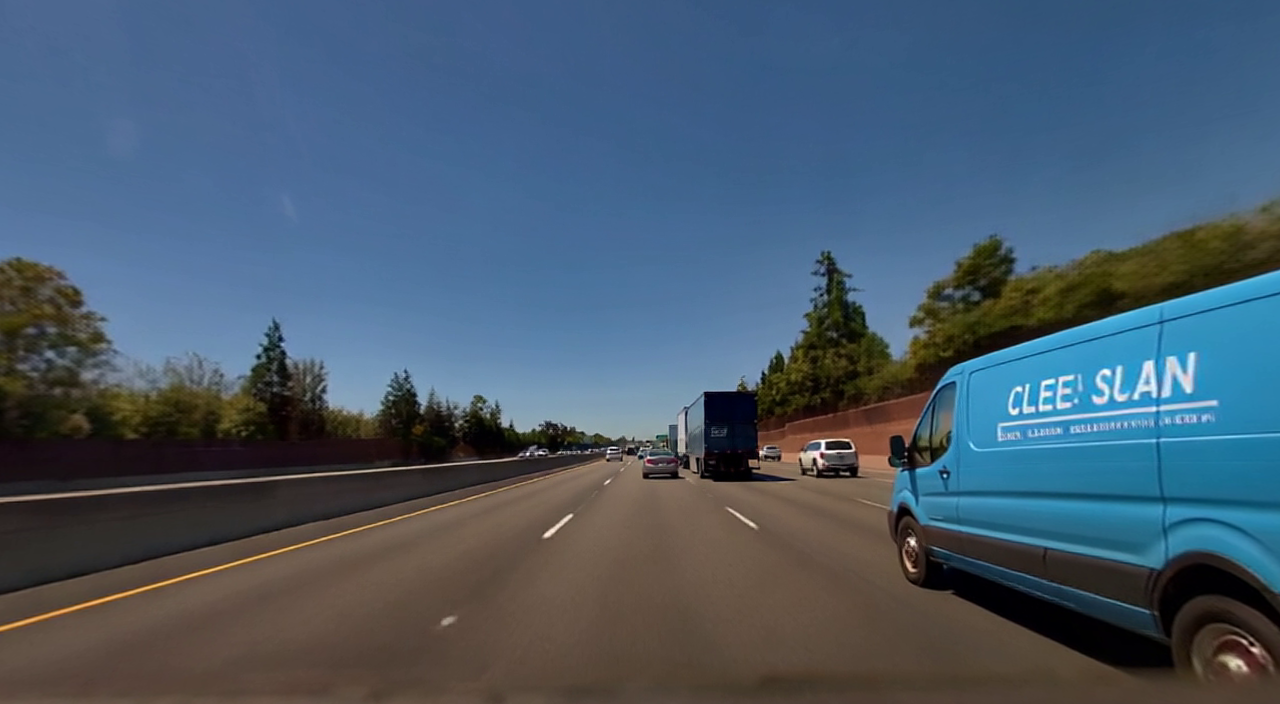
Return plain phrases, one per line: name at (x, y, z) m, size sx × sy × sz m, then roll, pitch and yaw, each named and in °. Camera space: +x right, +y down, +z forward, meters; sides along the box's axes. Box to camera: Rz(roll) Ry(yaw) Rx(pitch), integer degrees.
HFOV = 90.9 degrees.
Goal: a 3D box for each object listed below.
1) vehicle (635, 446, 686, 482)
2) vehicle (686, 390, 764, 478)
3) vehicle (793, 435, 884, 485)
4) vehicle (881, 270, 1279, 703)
vehicle at (0.841, 4.995, 28.392) m, size 2.063 × 1.469 × 4.208 m, roll 0°, pitch -9°, yaw -1°
vehicle at (4.433, 4.799, 35.957) m, size 2.821 × 4.077 × 12.562 m, roll 0°, pitch -9°, yaw 1°
vehicle at (7.836, 4.299, 25.380) m, size 2.144 × 1.769 × 4.540 m, roll 0°, pitch -9°, yaw 0°
vehicle at (3.794, 0.869, 3.724) m, size 2.441 × 2.017 × 5.739 m, roll 0°, pitch -9°, yaw 0°
